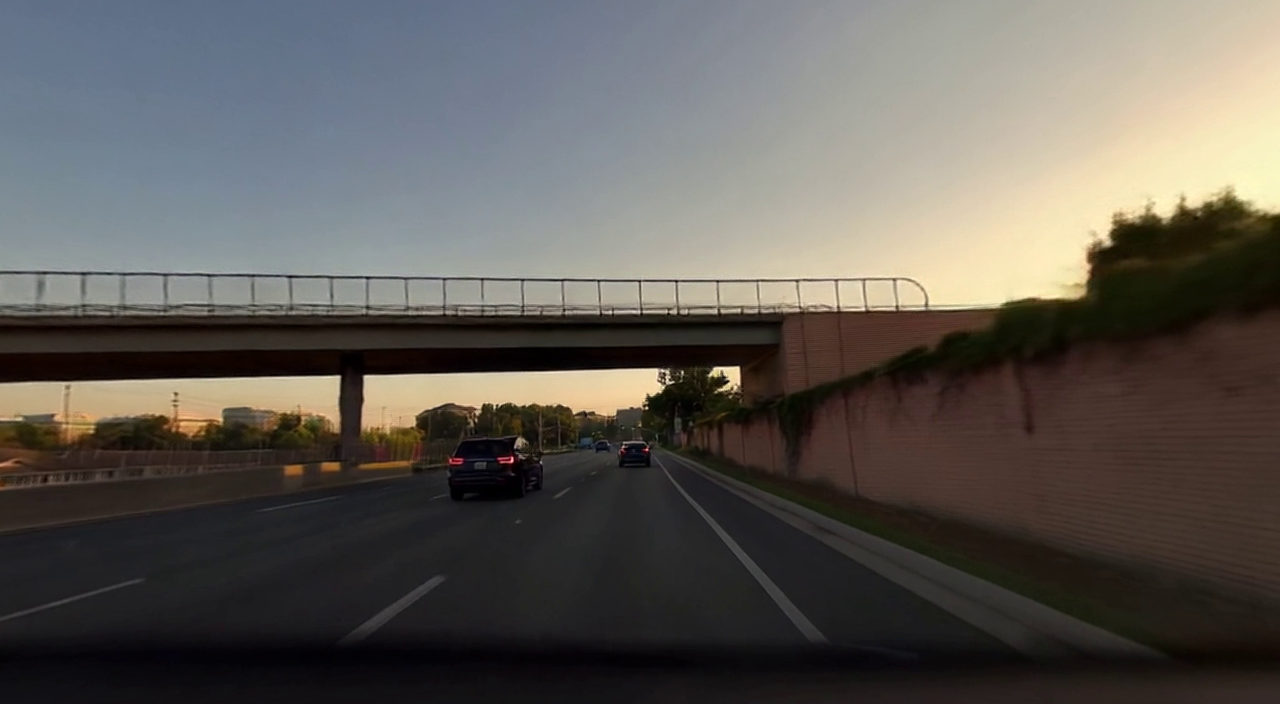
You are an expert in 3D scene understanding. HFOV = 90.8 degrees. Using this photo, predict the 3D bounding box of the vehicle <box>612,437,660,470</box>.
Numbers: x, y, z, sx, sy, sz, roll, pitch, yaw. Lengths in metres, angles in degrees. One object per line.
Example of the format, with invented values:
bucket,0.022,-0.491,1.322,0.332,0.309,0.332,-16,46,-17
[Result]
vehicle,-0.200,5.003,31.347,2.205,1.509,4.272,0,-8,-1

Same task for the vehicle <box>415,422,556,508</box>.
vehicle,-3.550,2.723,15.615,2.223,1.771,4.581,-1,-8,1
